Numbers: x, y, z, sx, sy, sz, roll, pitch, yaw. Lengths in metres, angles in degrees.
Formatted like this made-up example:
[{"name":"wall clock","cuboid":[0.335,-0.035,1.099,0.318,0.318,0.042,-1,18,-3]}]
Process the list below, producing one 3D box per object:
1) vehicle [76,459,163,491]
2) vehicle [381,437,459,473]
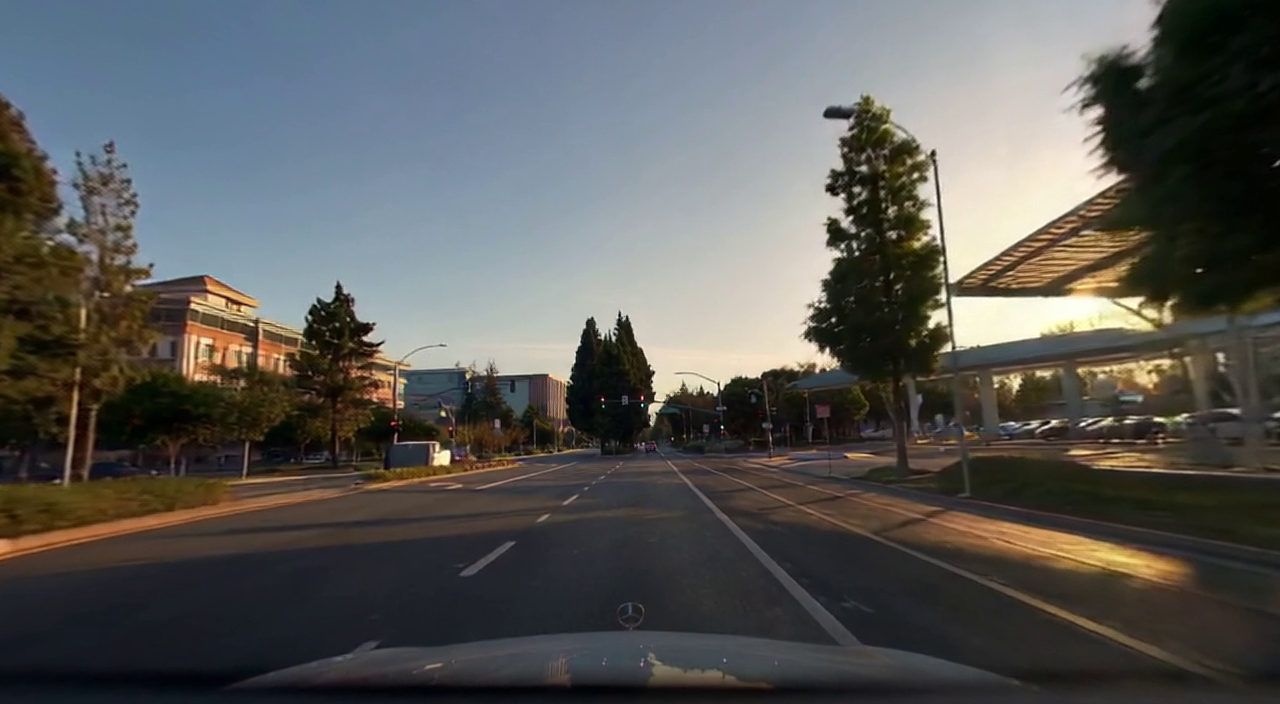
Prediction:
[{"name":"vehicle","cuboid":[-34.402,8.108,41.871,2.020,1.812,4.914,1,-9,-8]},{"name":"vehicle","cuboid":[-12.353,5.814,35.852,2.225,1.876,5.661,0,-8,2]}]
